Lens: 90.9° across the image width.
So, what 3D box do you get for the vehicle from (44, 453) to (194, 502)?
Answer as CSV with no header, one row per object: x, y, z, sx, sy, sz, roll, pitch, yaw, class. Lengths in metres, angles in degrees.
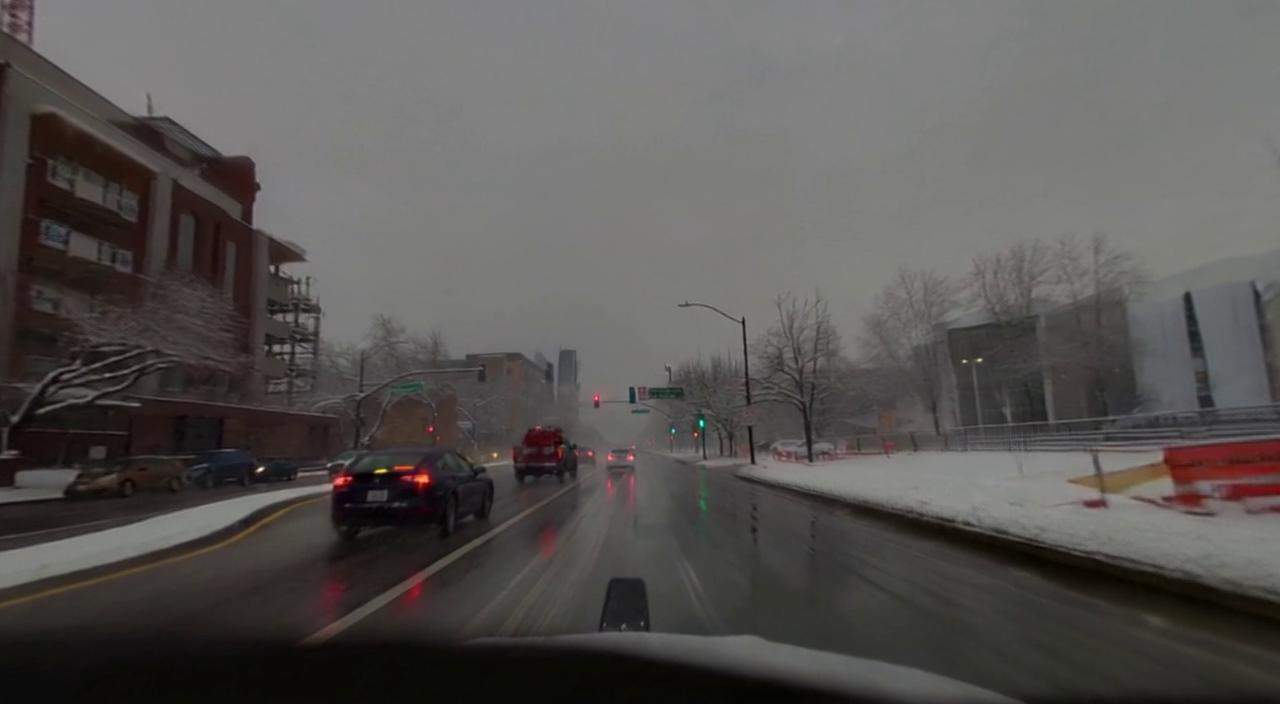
-19.870,4.750,24.352,2.029,1.637,4.338,0,-9,0,vehicle

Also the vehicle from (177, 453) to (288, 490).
-19.830,5.815,31.030,1.993,1.552,5.039,-1,-9,2,vehicle

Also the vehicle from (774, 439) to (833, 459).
12.730,7.580,49.175,4.061,1.465,1.803,2,-9,-19,vehicle

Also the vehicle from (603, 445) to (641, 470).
-1.073,6.472,38.939,2.171,1.422,4.146,0,-9,-1,vehicle

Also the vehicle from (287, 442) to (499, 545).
-3.954,2.324,11.102,1.959,1.406,4.527,0,-9,-1,vehicle

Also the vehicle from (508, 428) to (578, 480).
-4.071,4.401,27.369,2.240,2.054,4.662,0,-9,1,vehicle
